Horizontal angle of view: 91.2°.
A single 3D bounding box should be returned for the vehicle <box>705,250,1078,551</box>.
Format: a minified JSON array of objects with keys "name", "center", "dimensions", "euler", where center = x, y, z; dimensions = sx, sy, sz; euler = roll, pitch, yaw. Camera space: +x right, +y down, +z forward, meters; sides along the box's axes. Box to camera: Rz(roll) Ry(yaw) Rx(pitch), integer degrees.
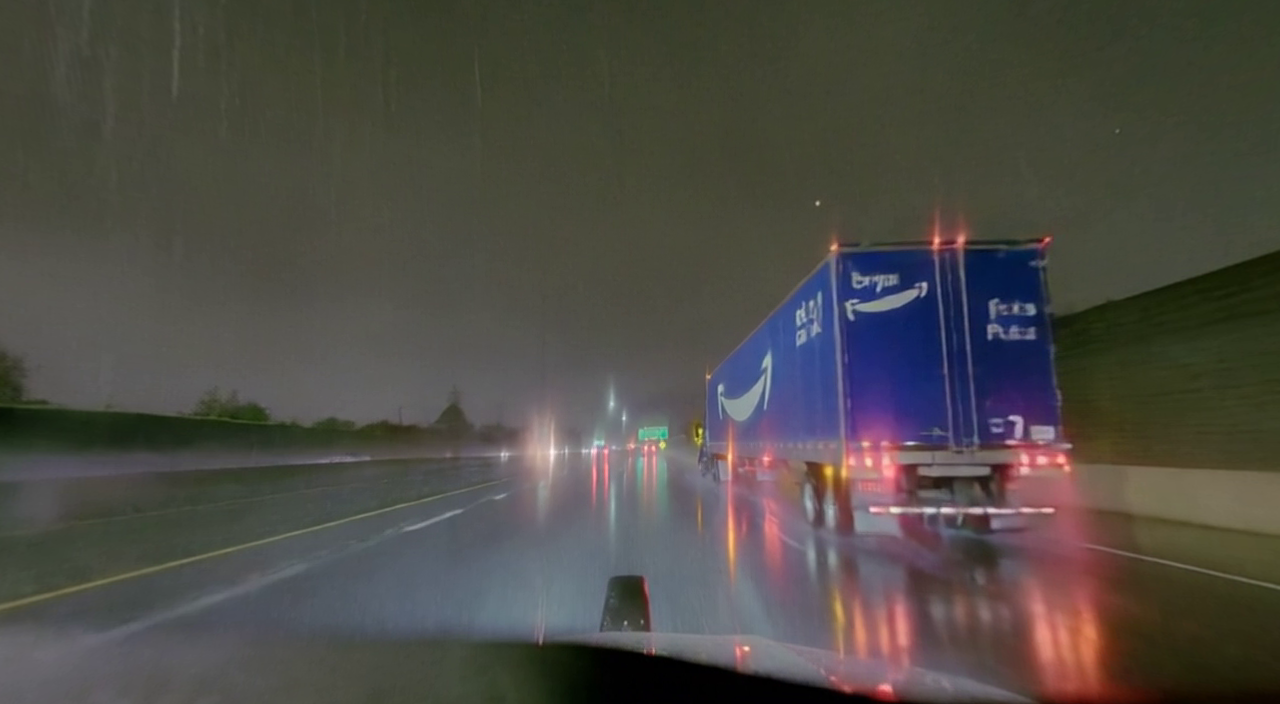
[{"name":"vehicle","center":[4.165,1.851,16.907],"dimensions":[2.928,4.021,17.190],"euler":[0,-9,0]}]
